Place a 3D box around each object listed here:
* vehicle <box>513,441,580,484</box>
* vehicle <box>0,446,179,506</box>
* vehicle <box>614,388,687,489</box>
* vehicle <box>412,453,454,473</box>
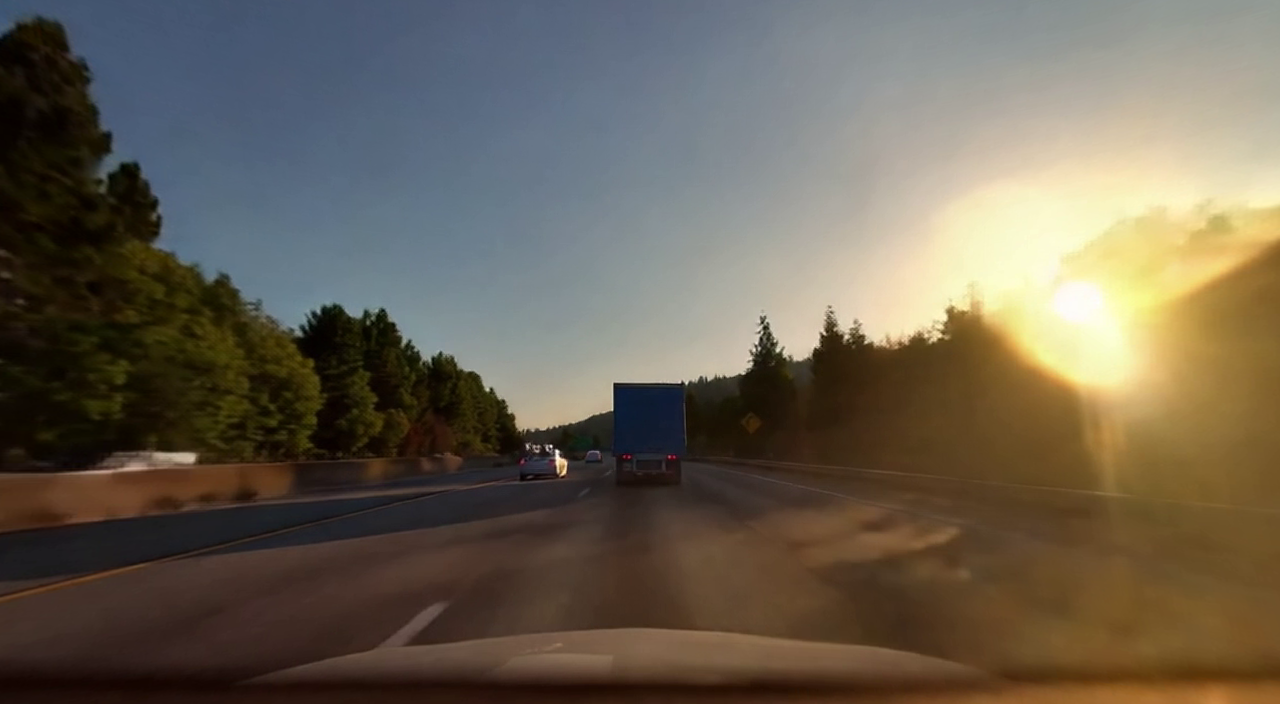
[{"bbox_3d":[-3.851,4.665,26.815,2.018,1.632,4.722,0,-9,1],"label":"vehicle"},{"bbox_3d":[-16.901,3.739,19.454,1.894,1.604,4.470,0,-9,0],"label":"vehicle"},{"bbox_3d":[0.493,4.008,28.831,2.821,3.878,8.925,0,-9,1],"label":"vehicle"},{"bbox_3d":[-15.949,8.541,48.700,1.779,1.438,3.897,0,-9,2],"label":"vehicle"}]
